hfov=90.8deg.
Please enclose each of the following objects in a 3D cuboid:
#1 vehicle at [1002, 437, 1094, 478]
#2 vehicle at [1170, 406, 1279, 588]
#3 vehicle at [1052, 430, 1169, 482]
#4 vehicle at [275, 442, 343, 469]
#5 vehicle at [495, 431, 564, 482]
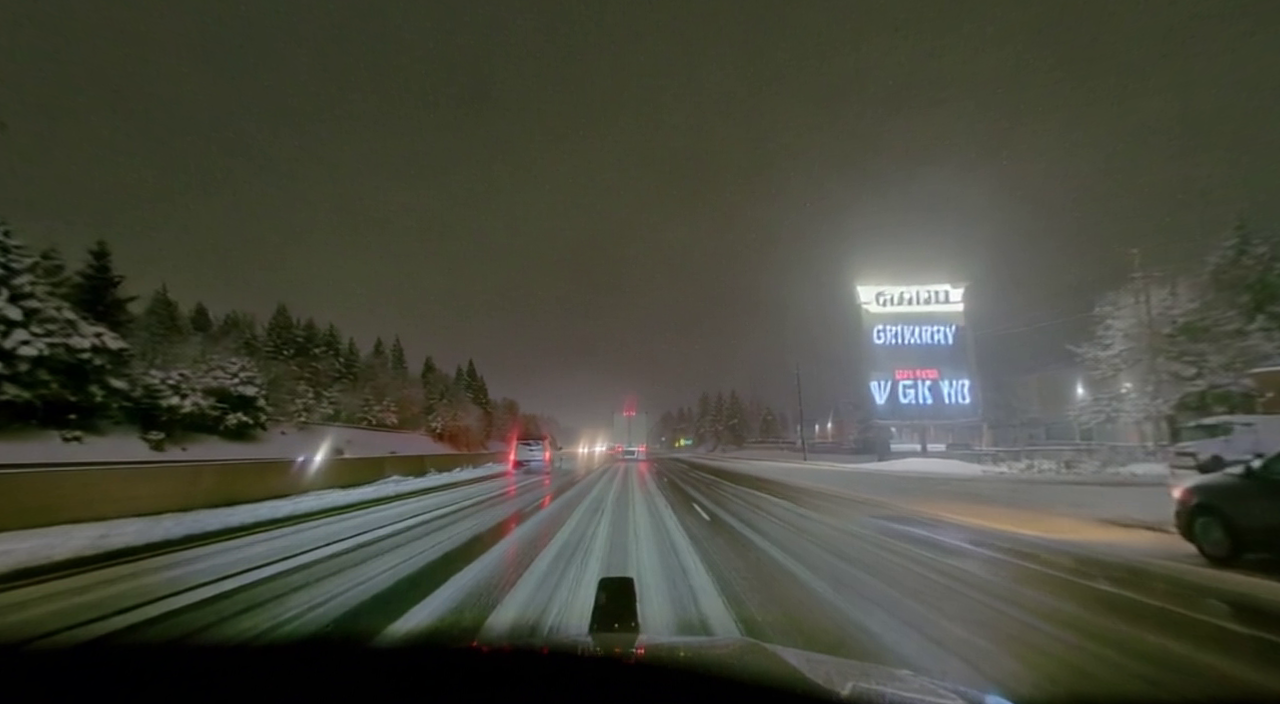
[{"bbox_3d":[31.574,8.108,48.878,6.081,2.952,2.754,4,-8,-21],"label":"vehicle"},{"bbox_3d":[6.974,1.215,4.952,1.928,1.686,4.182,0,-9,-1],"label":"vehicle"},{"bbox_3d":[33.783,7.398,45.319,7.934,3.428,3.258,5,-9,-27],"label":"vehicle"},{"bbox_3d":[-25.465,7.968,48.904,2.251,1.964,5.807,0,-9,-2],"label":"vehicle"},{"bbox_3d":[-4.489,4.335,26.435,2.095,1.930,4.680,0,-8,0],"label":"vehicle"}]
